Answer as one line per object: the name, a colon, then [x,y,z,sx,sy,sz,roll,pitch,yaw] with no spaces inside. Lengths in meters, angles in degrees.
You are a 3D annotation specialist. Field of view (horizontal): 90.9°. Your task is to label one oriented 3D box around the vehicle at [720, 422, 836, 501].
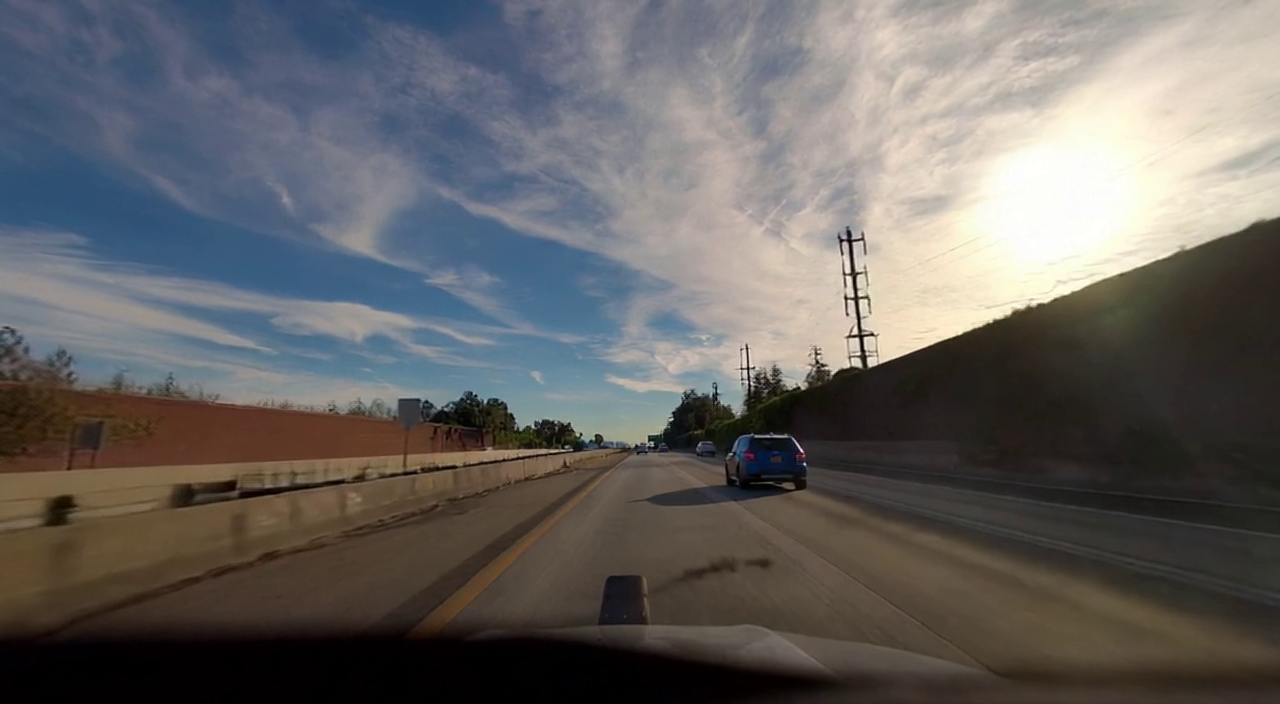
vehicle: [3.526,2.882,17.035,2.120,1.832,4.287,0,-8,0]
